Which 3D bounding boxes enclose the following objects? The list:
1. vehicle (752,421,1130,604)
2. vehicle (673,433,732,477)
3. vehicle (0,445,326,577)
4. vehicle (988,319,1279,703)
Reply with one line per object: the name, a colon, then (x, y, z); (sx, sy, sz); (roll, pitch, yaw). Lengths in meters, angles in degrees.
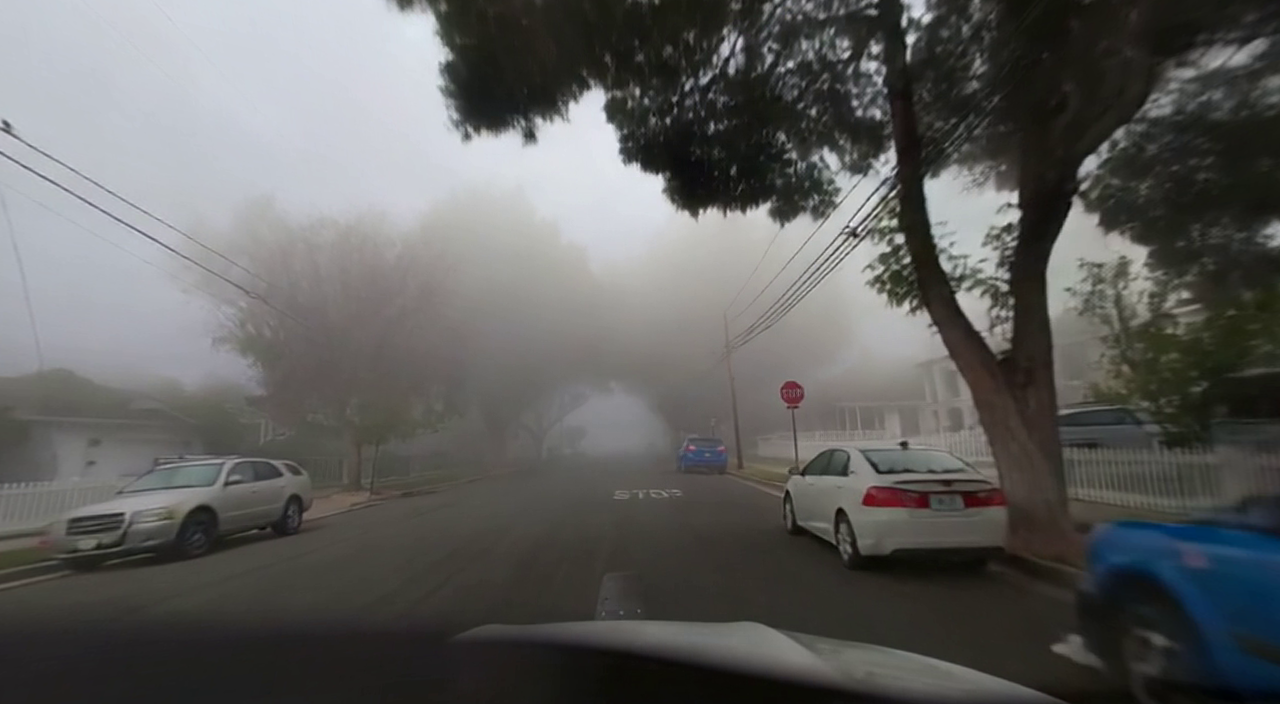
vehicle: (2.945, 1.683, 7.622); (2.185, 1.513, 4.524); (0, -9, -2)
vehicle: (2.730, 4.636, 28.651); (2.126, 1.795, 4.751); (0, -9, -1)
vehicle: (-7.168, 2.322, 10.117); (2.125, 1.623, 4.207); (0, -9, -1)
vehicle: (3.210, 0.654, 1.481); (2.080, 1.706, 4.449); (0, -9, -2)
